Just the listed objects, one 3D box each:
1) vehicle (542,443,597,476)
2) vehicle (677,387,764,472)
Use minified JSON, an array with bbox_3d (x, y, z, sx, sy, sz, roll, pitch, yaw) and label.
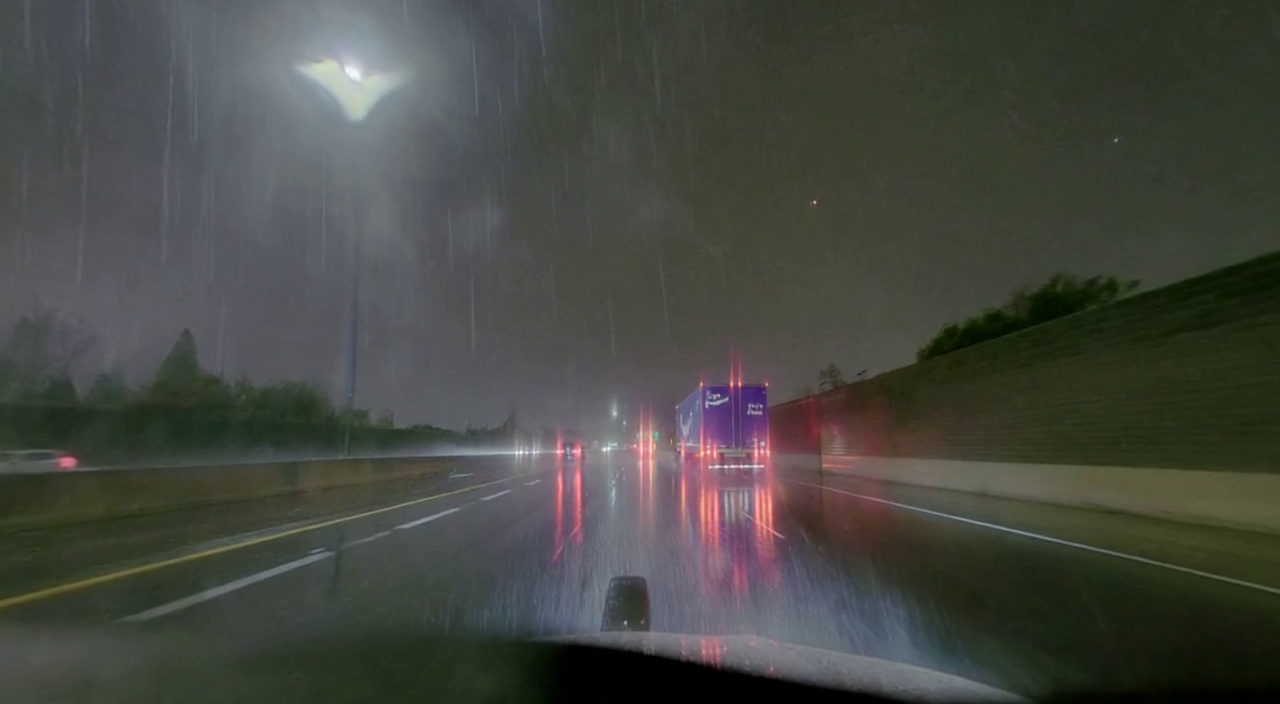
[{"bbox_3d":[-3.528,5.497,32.335,2.200,1.562,4.959,0,-9,1],"label":"vehicle"},{"bbox_3d":[4.362,4.962,38.609,2.928,4.021,17.190,0,-8,-1],"label":"vehicle"}]
